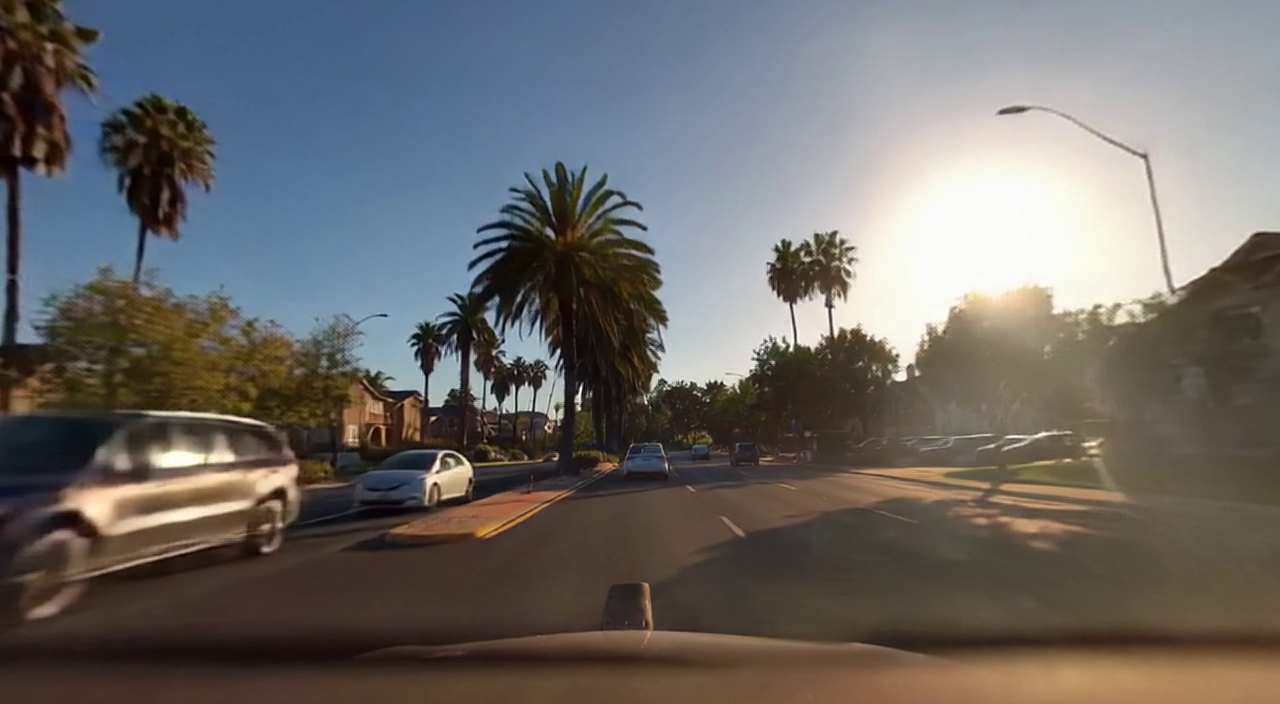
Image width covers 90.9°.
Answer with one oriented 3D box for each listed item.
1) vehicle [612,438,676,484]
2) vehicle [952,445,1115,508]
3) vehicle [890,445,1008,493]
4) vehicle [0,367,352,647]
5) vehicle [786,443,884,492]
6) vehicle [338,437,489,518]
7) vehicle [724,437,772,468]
[{"bbox_3d":[0.107,4.268,24.961,2.289,1.679,4.180,0,-9,-1],"label":"vehicle"},{"bbox_3d":[10.992,3.475,18.093,1.854,1.477,4.525,2,-9,1],"label":"vehicle"},{"bbox_3d":[11.134,4.227,23.170,1.978,1.551,4.560,0,-9,0],"label":"vehicle"},{"bbox_3d":[-5.328,1.425,6.810,2.193,1.967,4.600,0,-9,0],"label":"vehicle"},{"bbox_3d":[6.431,3.829,21.337,1.897,1.477,4.360,0,-9,0],"label":"vehicle"},{"bbox_3d":[-5.292,2.965,15.477,2.033,1.658,4.472,-1,-9,0],"label":"vehicle"},{"bbox_3d":[7.640,7.194,45.267,2.436,2.010,5.595,0,-9,0],"label":"vehicle"}]
